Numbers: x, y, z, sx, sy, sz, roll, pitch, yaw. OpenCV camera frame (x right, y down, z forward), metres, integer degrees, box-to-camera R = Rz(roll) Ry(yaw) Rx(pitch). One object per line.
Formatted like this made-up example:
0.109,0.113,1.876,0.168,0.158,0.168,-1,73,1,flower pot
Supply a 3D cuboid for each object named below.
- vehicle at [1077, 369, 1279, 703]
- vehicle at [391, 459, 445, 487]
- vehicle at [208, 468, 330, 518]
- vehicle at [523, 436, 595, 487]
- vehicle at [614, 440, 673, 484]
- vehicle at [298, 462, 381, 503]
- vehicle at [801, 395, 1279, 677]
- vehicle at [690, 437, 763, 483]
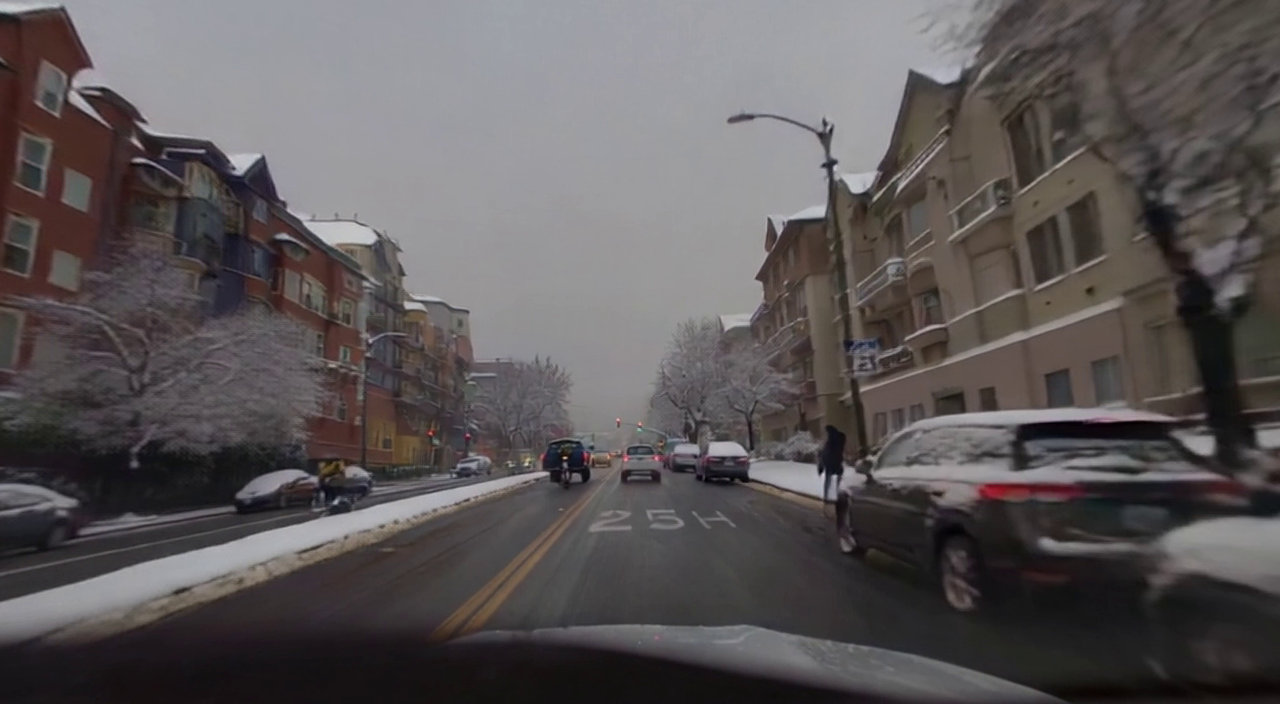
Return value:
3.108,0.663,0.936,1.828,1.565,4.392,0,-8,1,vehicle
-13.775,7.527,39.505,1.844,1.499,4.421,0,-8,-1,vehicle
-13.737,5.209,23.768,1.907,1.480,4.498,0,-8,-1,vehicle
-2.925,4.062,23.683,2.065,1.705,4.353,0,-8,1,vehicle
0.136,4.111,23.912,2.026,1.496,3.701,0,-8,0,vehicle
-13.705,5.934,29.072,1.839,1.594,4.055,0,-8,-1,vehicle
3.214,1.438,6.227,1.925,1.635,4.905,0,-8,0,vehicle
3.137,4.036,23.899,2.077,1.532,4.694,0,-8,0,vehicle
